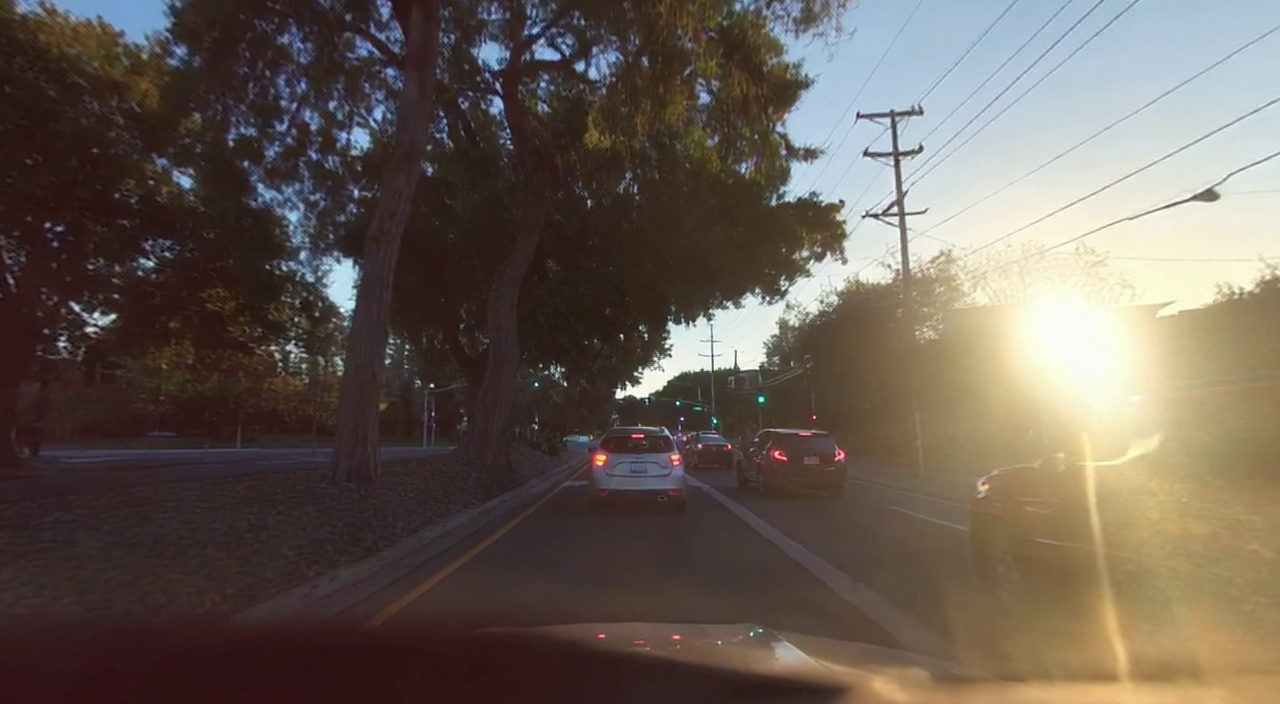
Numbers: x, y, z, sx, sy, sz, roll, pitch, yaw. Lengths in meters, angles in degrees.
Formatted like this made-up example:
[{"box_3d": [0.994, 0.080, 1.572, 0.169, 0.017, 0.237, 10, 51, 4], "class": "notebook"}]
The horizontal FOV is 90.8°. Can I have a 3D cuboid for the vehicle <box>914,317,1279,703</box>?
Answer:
[{"box_3d": [3.813, 0.893, 3.496, 2.254, 1.840, 4.918, 0, -8, -1], "class": "vehicle"}]

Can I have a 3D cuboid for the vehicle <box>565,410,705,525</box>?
[{"box_3d": [-0.125, 2.095, 11.916, 2.163, 1.746, 4.073, 0, -8, -1], "class": "vehicle"}]

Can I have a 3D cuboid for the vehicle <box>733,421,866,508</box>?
[{"box_3d": [3.380, 2.465, 14.181, 1.923, 1.653, 3.703, 0, -8, -1], "class": "vehicle"}]
